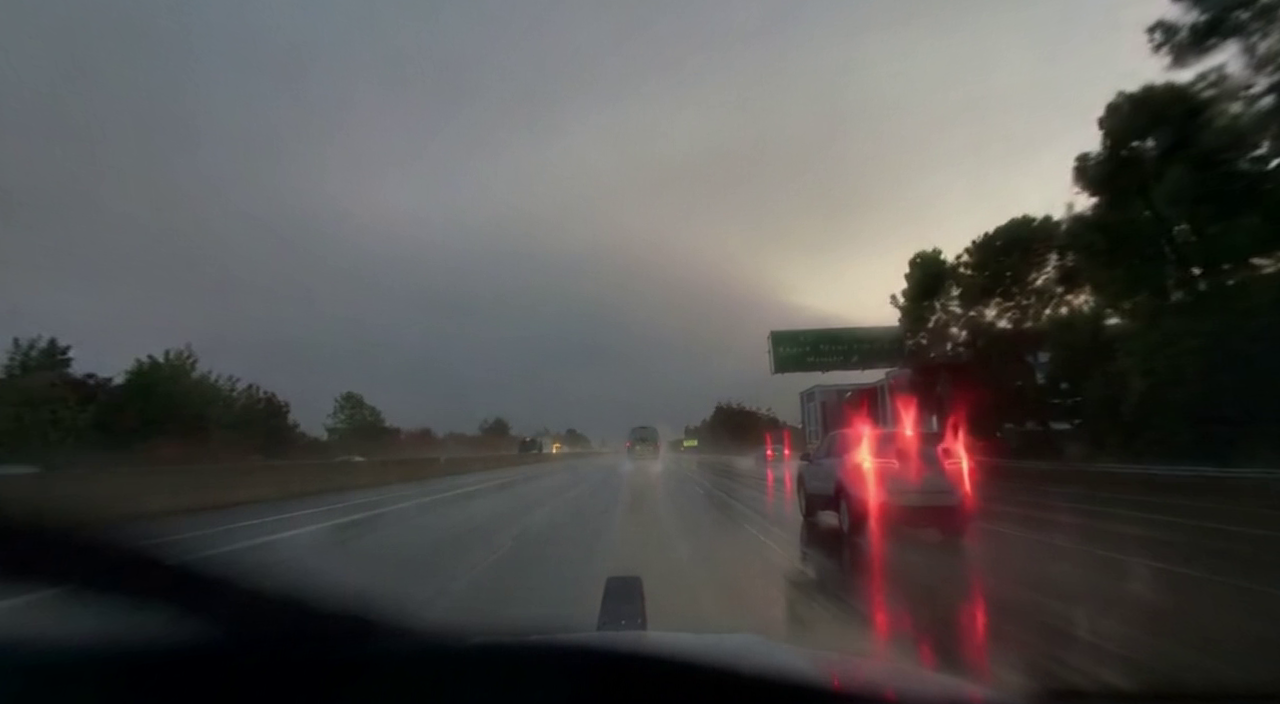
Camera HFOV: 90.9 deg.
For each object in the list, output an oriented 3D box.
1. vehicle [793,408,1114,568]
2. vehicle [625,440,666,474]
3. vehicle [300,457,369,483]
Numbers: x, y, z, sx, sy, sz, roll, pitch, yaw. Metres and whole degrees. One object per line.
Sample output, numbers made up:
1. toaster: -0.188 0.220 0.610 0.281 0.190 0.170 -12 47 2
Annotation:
1. vehicle: 3.786 1.780 8.969 2.008 1.595 5.082 0 -9 1
2. vehicle: 0.249 5.464 32.945 2.015 1.639 4.086 0 -9 0
3. vehicle: -19.171 7.404 39.803 1.889 1.486 4.749 0 -9 1
